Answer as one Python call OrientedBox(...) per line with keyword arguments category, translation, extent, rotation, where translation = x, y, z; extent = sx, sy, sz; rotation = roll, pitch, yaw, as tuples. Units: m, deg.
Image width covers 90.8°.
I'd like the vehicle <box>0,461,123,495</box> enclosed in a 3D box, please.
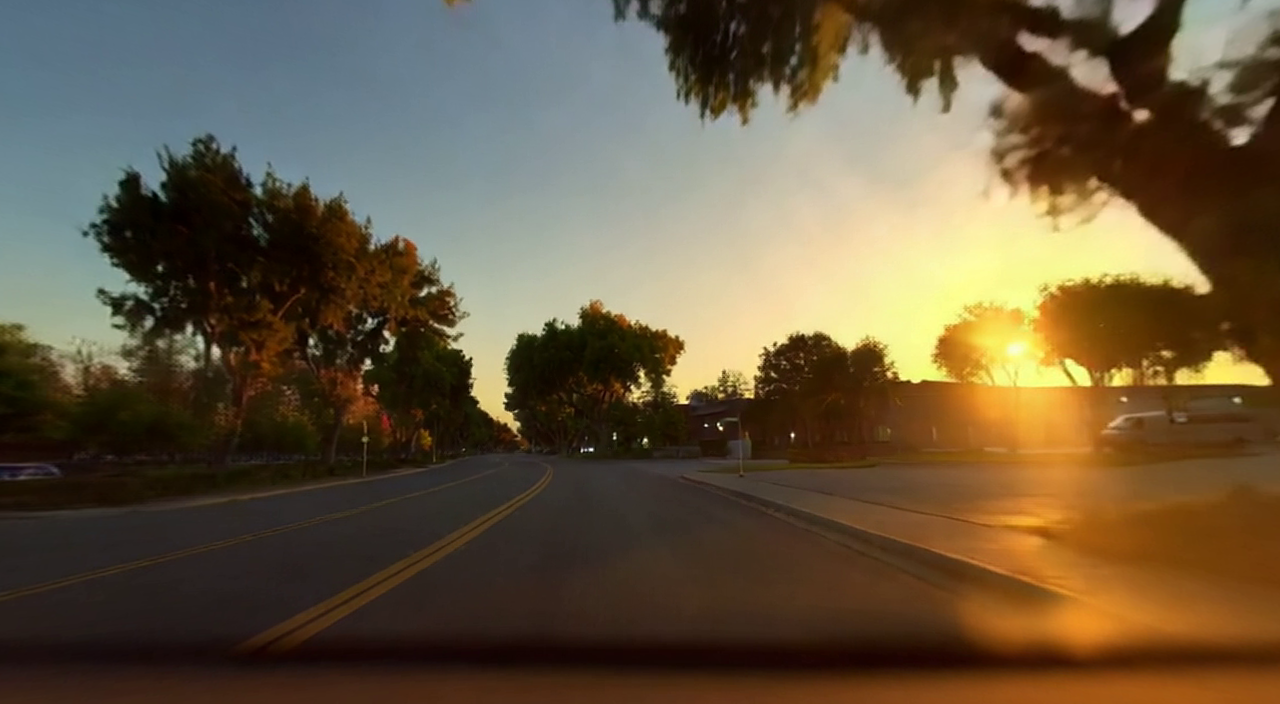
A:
OrientedBox(category="vehicle", translation=(-25.081, 5.436, 27.422), extent=(3.602, 1.387, 1.687), rotation=(1, -9, -6))
